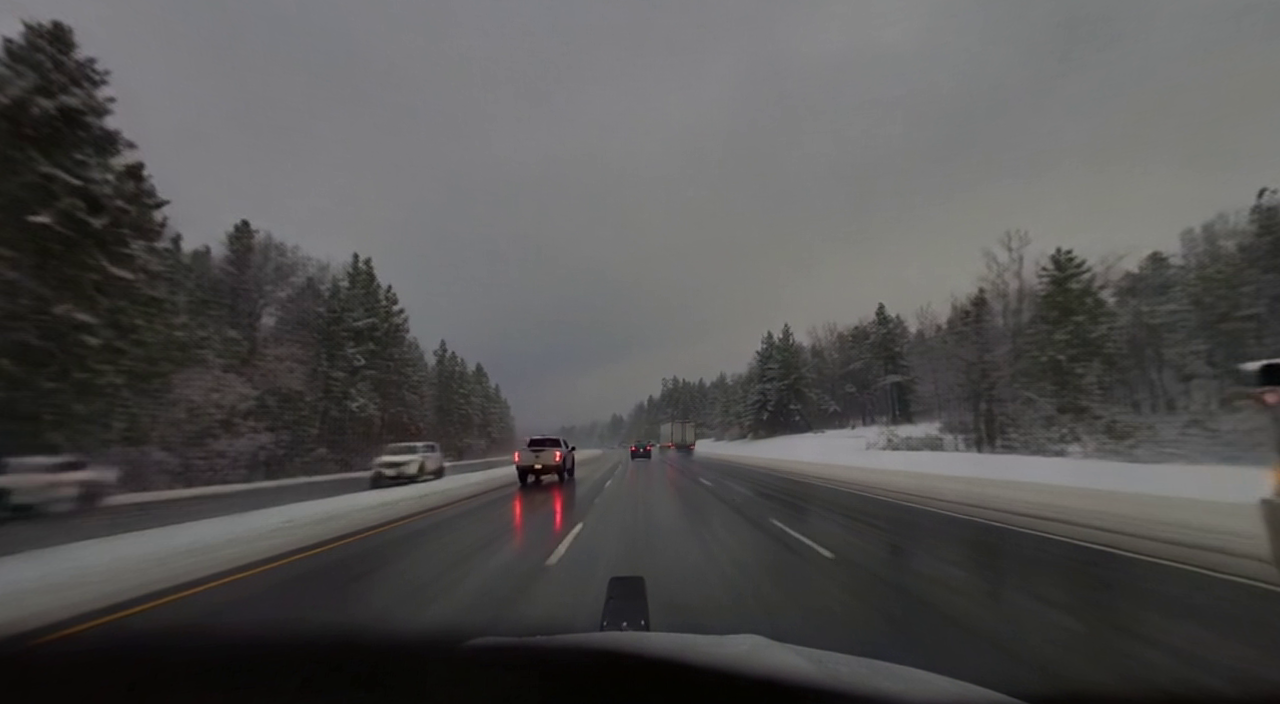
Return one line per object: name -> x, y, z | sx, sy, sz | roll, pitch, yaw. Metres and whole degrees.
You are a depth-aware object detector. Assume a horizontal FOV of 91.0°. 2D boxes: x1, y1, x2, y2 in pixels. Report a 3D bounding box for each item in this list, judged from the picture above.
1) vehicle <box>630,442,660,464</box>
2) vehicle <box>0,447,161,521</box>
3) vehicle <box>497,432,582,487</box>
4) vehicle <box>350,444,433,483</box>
vehicle -> 0.372, 7.399, 46.256 | 2.152, 1.484, 4.211 | 0, -8, 1
vehicle -> -14.273, 3.090, 15.349 | 1.843, 1.525, 4.112 | 0, -8, 1
vehicle -> -3.339, 3.679, 21.870 | 2.077, 1.669, 4.739 | 0, -8, 1
vehicle -> -10.279, 4.608, 26.316 | 1.854, 1.476, 3.864 | 0, -8, 1
